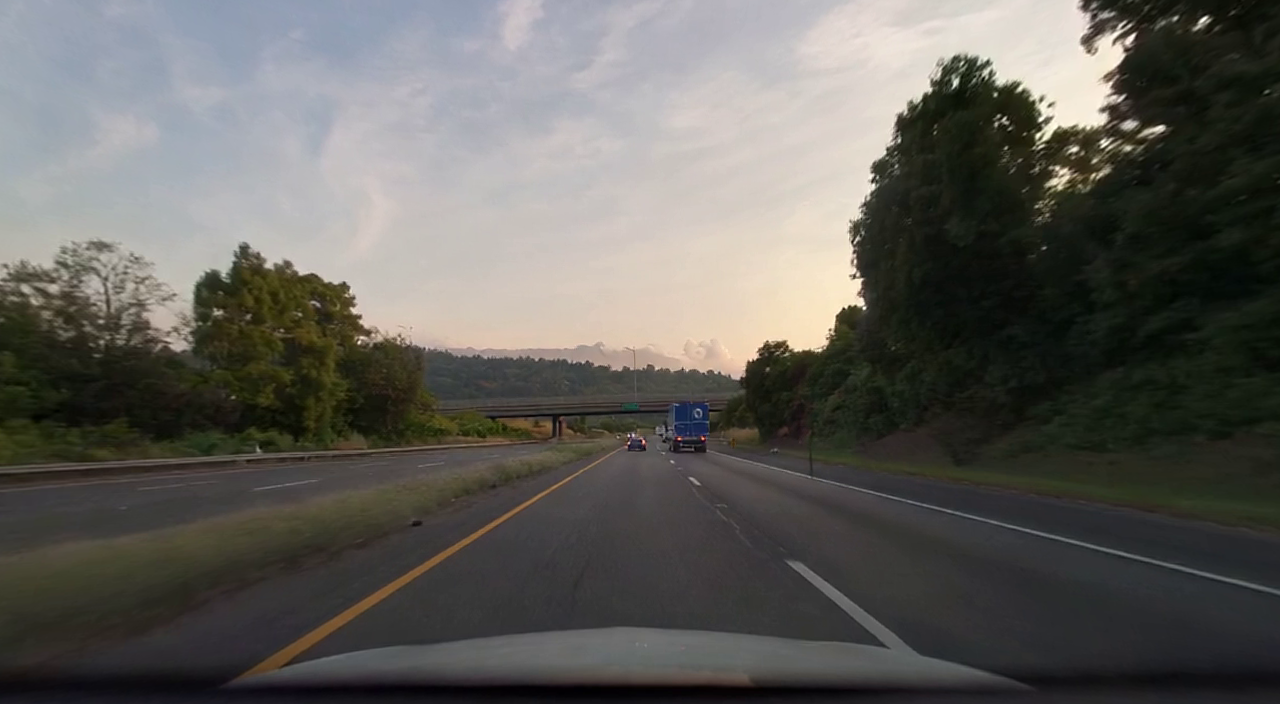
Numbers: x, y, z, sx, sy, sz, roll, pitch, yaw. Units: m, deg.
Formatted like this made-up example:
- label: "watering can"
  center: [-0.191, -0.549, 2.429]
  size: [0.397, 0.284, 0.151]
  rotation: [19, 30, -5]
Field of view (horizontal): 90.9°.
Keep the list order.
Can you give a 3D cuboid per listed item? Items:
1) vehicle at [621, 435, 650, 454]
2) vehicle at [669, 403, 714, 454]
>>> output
- label: "vehicle"
  center: [-0.327, 6.829, 46.807]
  size: [1.996, 1.325, 4.029]
  rotation: [0, -8, 0]
- label: "vehicle"
  center: [3.584, 5.490, 44.886]
  size: [2.913, 3.491, 2.811]
  rotation: [0, -8, -1]
